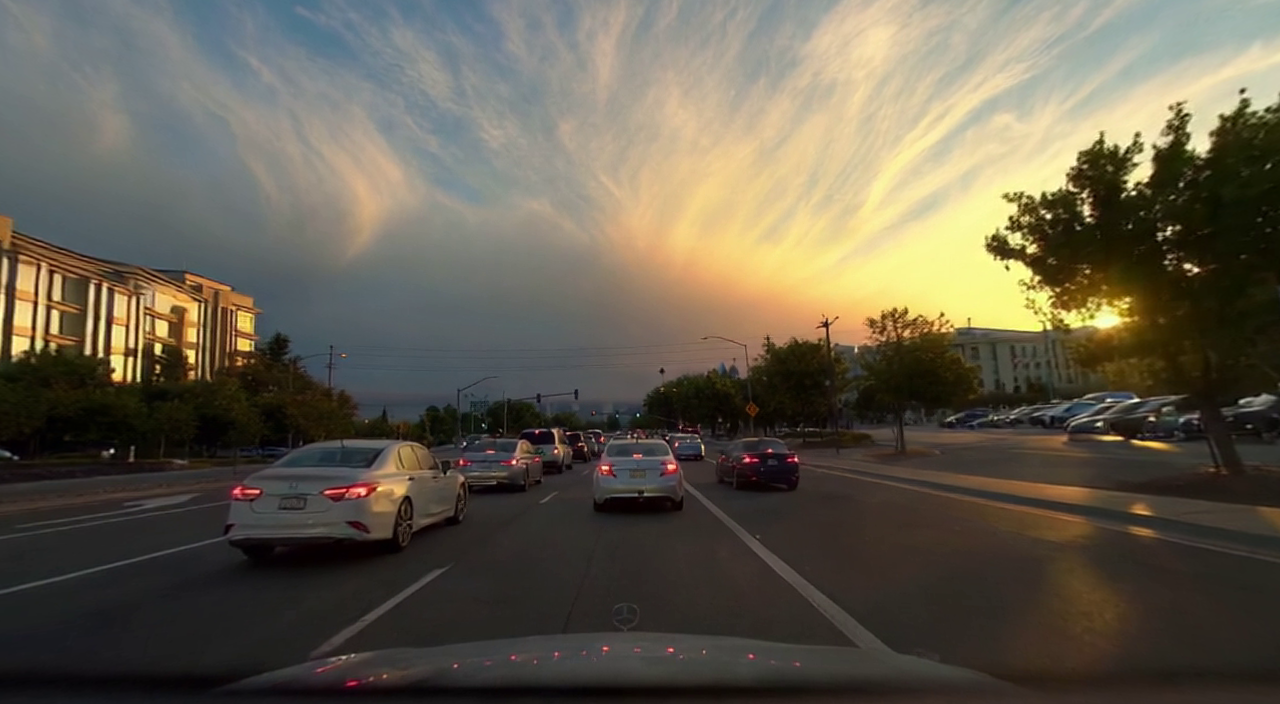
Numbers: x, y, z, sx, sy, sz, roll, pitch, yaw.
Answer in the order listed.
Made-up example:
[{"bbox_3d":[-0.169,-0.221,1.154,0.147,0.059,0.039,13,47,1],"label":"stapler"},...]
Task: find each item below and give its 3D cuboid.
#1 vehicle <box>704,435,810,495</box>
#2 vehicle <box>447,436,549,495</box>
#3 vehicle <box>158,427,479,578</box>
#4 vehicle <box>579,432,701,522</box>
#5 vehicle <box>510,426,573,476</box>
[{"bbox_3d":[3.117,3.120,17.862,1.978,1.452,4.381,0,-8,-3],"label":"vehicle"},{"bbox_3d":[-3.883,3.168,18.066,1.985,1.467,4.224,0,-8,0],"label":"vehicle"},{"bbox_3d":[-3.757,1.816,8.513,2.052,1.475,4.341,0,-8,0],"label":"vehicle"},{"bbox_3d":[-0.073,2.366,12.512,2.007,1.467,4.059,0,-8,-2],"label":"vehicle"},{"bbox_3d":[-3.979,4.092,26.332,2.054,1.881,4.469,0,-8,-2],"label":"vehicle"}]
